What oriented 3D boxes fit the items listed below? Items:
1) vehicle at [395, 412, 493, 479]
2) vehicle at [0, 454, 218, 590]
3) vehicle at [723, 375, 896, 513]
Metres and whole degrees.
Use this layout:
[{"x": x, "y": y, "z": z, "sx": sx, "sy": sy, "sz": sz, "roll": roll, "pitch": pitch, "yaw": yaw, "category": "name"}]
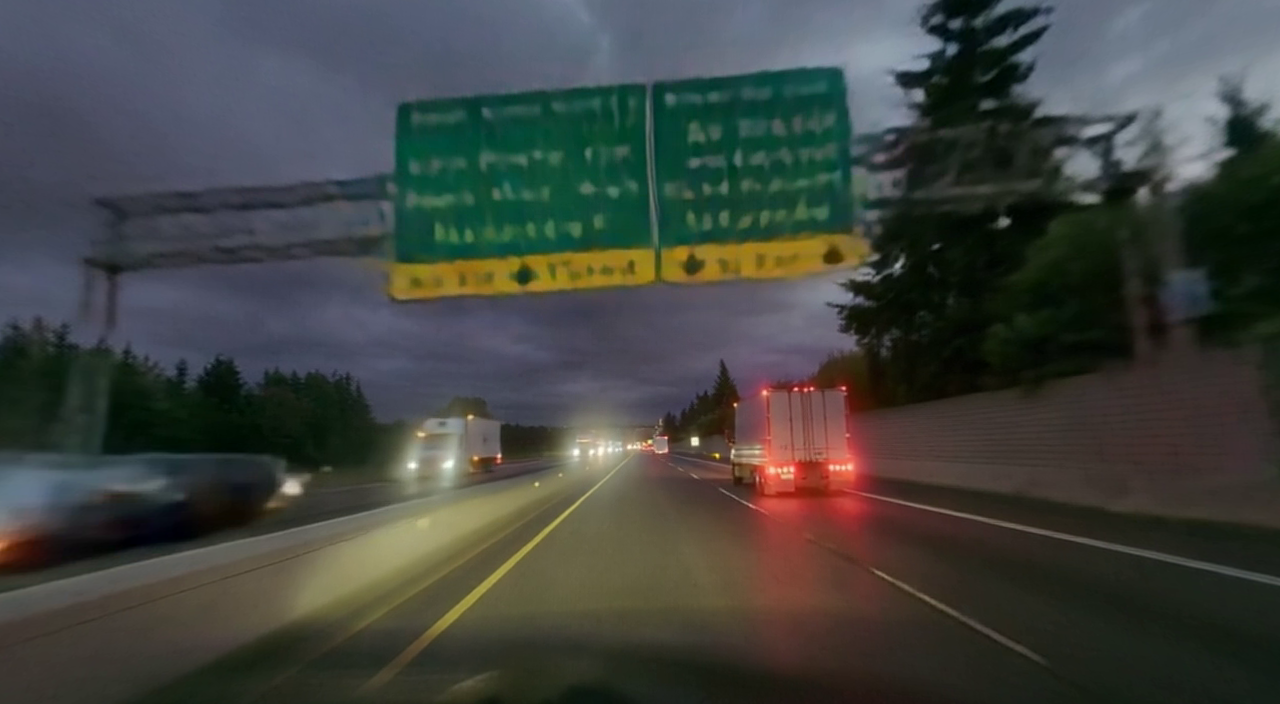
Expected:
[{"x": -12.814, "y": 6.326, "z": 42.398, "sx": 3.343, "sy": 3.928, "sz": 10.064, "roll": 0, "pitch": -9, "yaw": 0, "category": "vehicle"}, {"x": -7.872, "y": 2.127, "z": 8.482, "sx": 1.800, "sy": 1.441, "sz": 3.633, "roll": 0, "pitch": -9, "yaw": 0, "category": "vehicle"}, {"x": 3.933, "y": 2.398, "z": 16.374, "sx": 2.449, "sy": 2.805, "sz": 6.763, "roll": 0, "pitch": -9, "yaw": -1, "category": "vehicle"}]
